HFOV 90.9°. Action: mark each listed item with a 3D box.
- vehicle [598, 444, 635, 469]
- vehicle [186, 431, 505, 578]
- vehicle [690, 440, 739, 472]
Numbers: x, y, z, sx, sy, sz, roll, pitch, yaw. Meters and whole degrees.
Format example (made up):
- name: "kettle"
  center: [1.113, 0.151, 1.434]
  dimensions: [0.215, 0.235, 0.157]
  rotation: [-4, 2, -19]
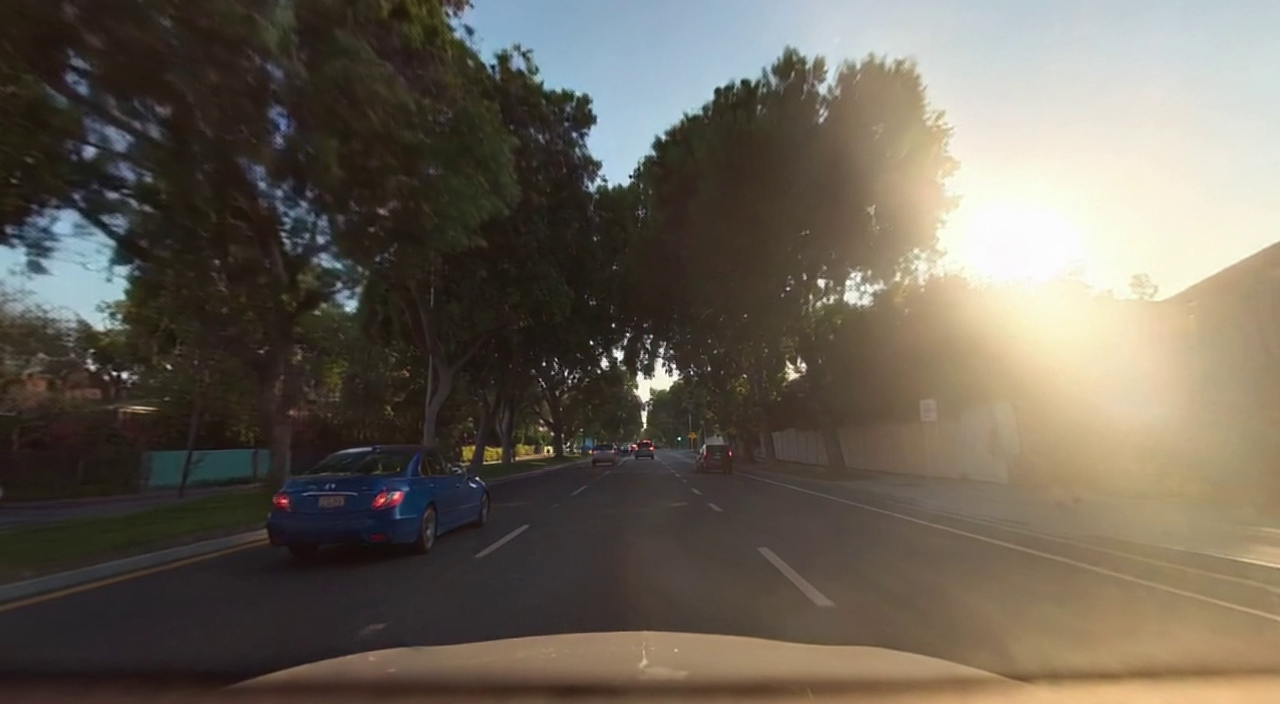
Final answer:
- name: "vehicle"
  center: [-1.451, 6.670, 40.325]
  dimensions: [1.940, 1.473, 4.133]
  rotation: [-1, -9, 3]
- name: "vehicle"
  center: [-3.583, 1.956, 9.059]
  dimensions: [2.091, 1.503, 4.989]
  rotation: [-1, -9, 1]
- name: "vehicle"
  center: [4.063, 5.754, 35.076]
  dimensions: [2.182, 1.688, 4.187]
  rotation: [0, -9, -1]
